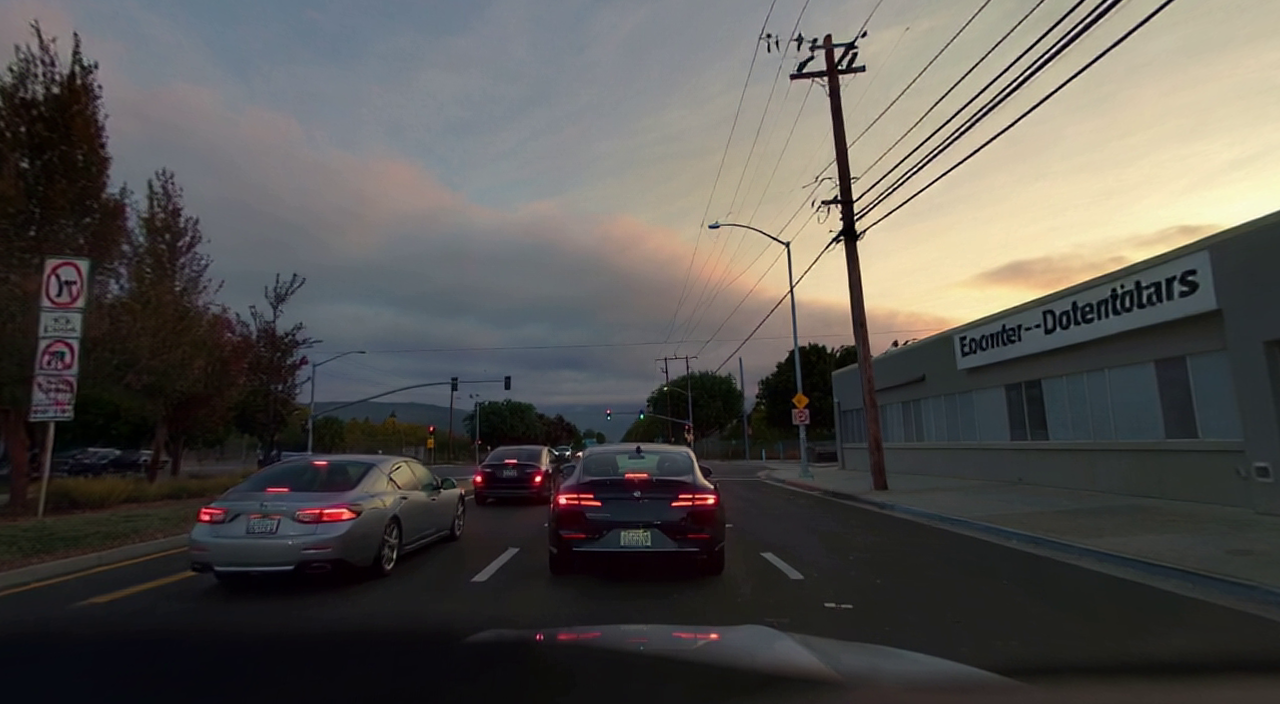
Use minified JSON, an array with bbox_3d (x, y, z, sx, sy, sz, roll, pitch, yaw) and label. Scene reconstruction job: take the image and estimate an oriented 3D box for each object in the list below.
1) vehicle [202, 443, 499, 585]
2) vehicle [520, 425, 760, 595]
[{"bbox_3d":[-3.215,1.845,8.045,1.765,1.319,4.013,0,-9,2],"label":"vehicle"},{"bbox_3d":[-0.008,1.690,7.576,2.101,1.469,3.955,0,-9,0],"label":"vehicle"}]
